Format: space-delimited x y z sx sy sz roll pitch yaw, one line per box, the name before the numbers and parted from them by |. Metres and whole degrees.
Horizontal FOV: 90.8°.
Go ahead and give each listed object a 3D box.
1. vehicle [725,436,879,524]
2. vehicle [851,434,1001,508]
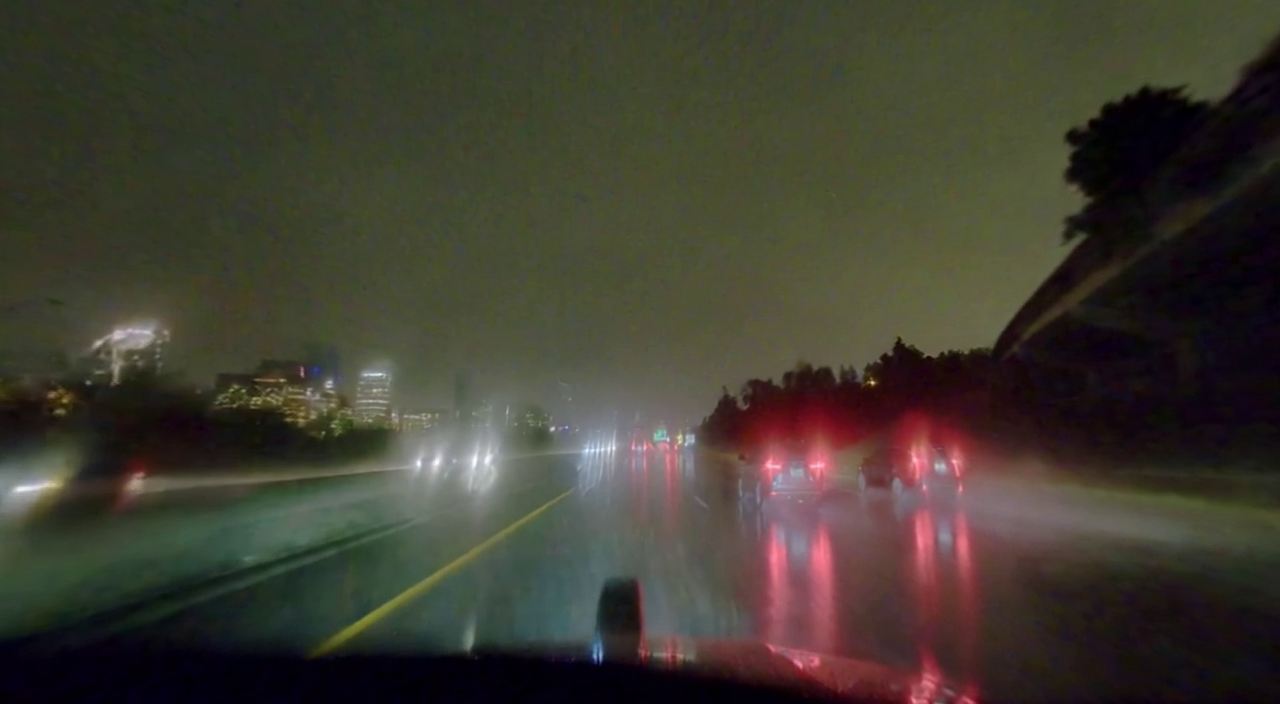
vehicle | 3.172 2.600 13.503 1.982 1.533 4.612 0 -8 -1
vehicle | 6.925 2.903 15.810 1.856 1.592 3.920 0 -8 -1
